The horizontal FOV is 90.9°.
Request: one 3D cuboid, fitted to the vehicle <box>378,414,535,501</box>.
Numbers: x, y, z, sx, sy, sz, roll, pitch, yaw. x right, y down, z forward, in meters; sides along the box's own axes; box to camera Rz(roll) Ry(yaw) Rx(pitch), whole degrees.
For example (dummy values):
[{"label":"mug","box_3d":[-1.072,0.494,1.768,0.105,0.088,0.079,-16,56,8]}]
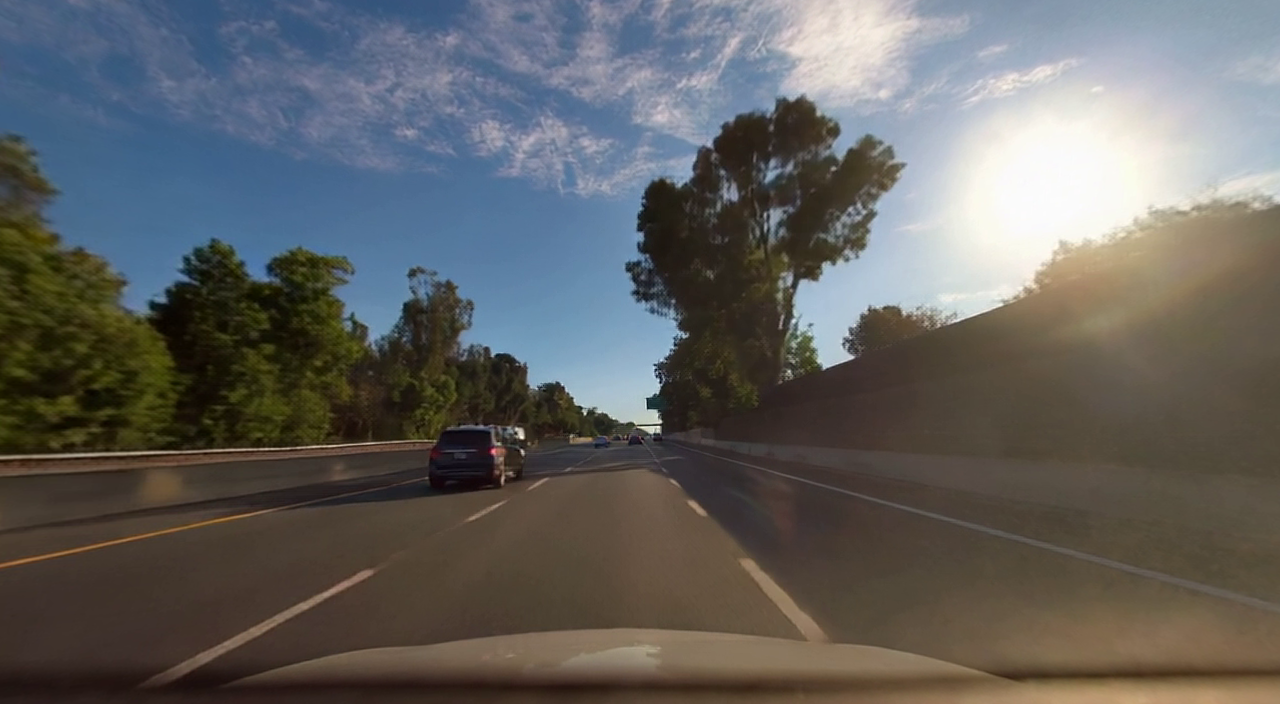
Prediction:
[{"label":"vehicle","box_3d":[-4.081,2.439,15.019,2.306,1.730,4.606,0,-8,1]}]
